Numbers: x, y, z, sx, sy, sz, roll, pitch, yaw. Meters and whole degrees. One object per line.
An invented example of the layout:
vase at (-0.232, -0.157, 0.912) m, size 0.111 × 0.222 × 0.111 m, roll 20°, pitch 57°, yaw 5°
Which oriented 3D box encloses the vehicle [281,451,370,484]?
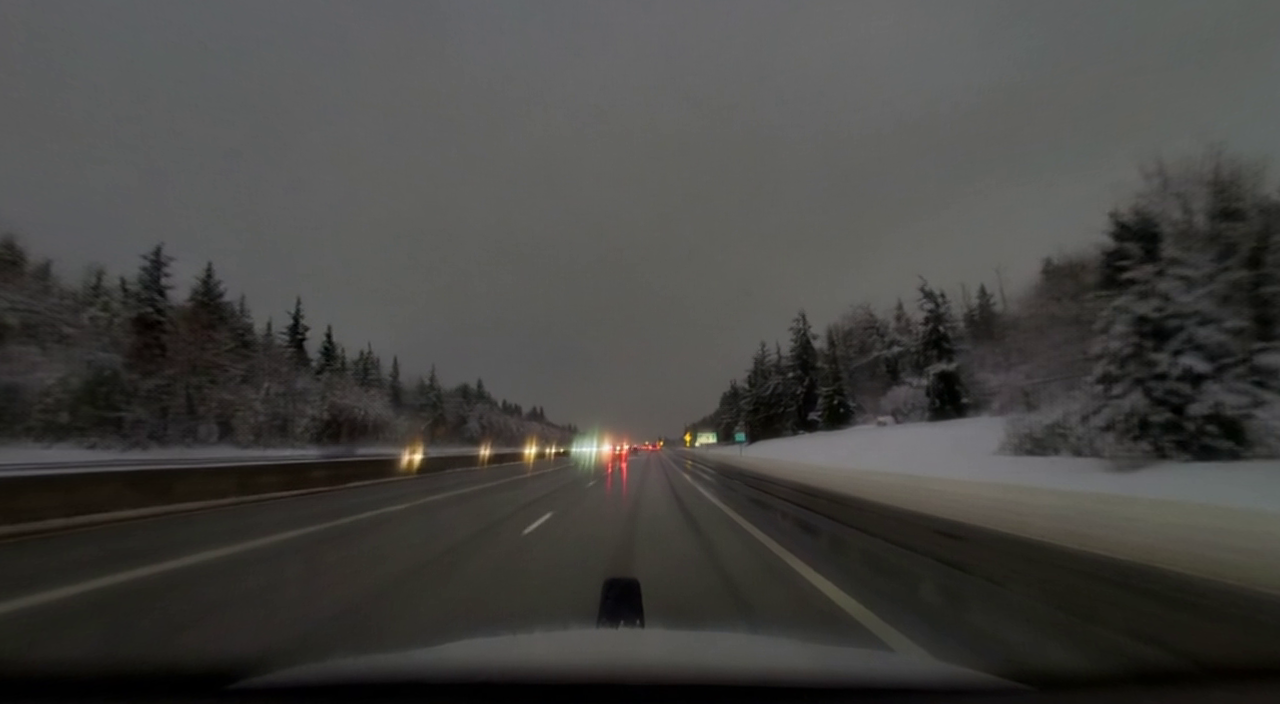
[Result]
vehicle at (-15.425, 5.659, 31.224) m, size 1.942 × 1.447 × 4.509 m, roll -1°, pitch -9°, yaw 2°
